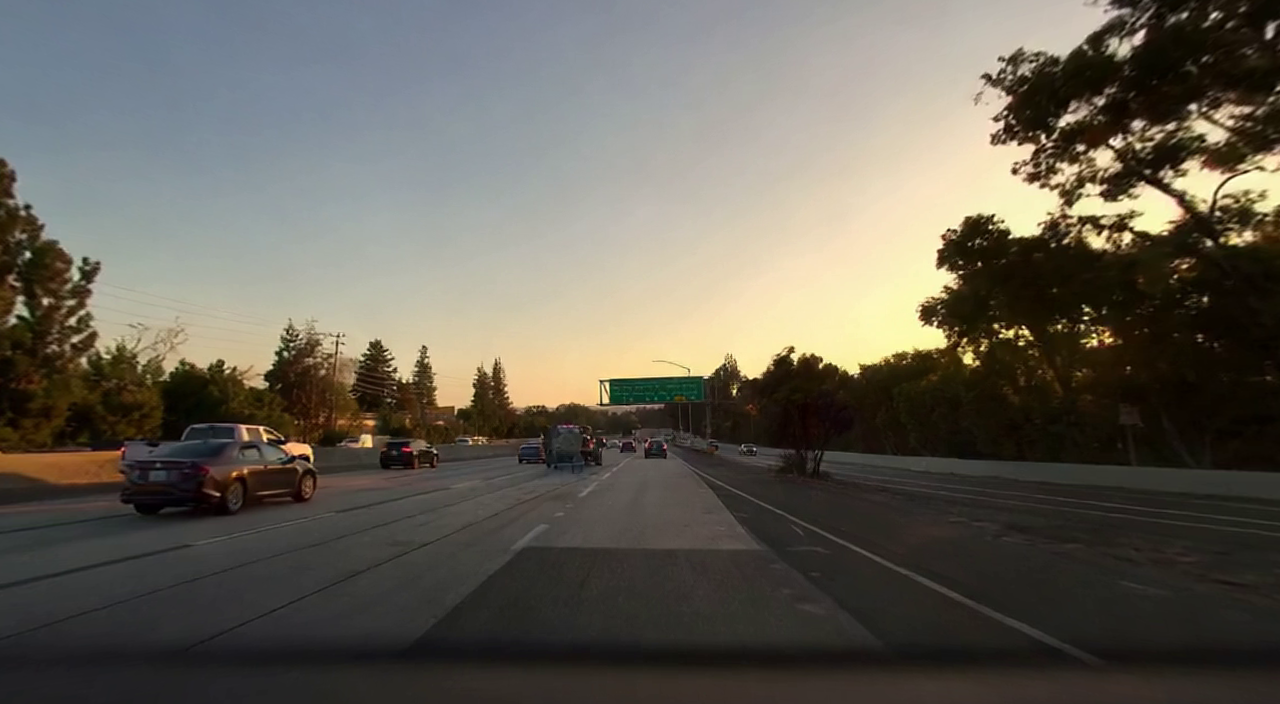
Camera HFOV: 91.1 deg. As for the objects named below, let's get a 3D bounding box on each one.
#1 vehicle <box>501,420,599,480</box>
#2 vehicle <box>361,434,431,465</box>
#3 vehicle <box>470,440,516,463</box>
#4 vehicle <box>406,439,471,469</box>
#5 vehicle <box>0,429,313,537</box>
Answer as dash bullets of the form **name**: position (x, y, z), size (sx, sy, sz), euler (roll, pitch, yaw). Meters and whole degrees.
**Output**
- **vehicle**: position (-3.379, 3.932, 25.407), size (2.815, 2.092, 6.526), euler (0, -8, 2)
- **vehicle**: position (-14.417, 5.801, 37.450), size (2.090, 1.707, 4.747), euler (-1, -8, 3)
- **vehicle**: position (-10.178, 6.901, 43.793), size (1.915, 1.472, 4.502), euler (-1, -8, 3)
- **vehicle**: position (-10.657, 5.419, 33.567), size (1.884, 1.453, 4.579), euler (0, -8, 2)
- **vehicle**: position (-8.004, 2.153, 11.034), size (1.964, 1.481, 4.425), euler (-1, -8, 3)
